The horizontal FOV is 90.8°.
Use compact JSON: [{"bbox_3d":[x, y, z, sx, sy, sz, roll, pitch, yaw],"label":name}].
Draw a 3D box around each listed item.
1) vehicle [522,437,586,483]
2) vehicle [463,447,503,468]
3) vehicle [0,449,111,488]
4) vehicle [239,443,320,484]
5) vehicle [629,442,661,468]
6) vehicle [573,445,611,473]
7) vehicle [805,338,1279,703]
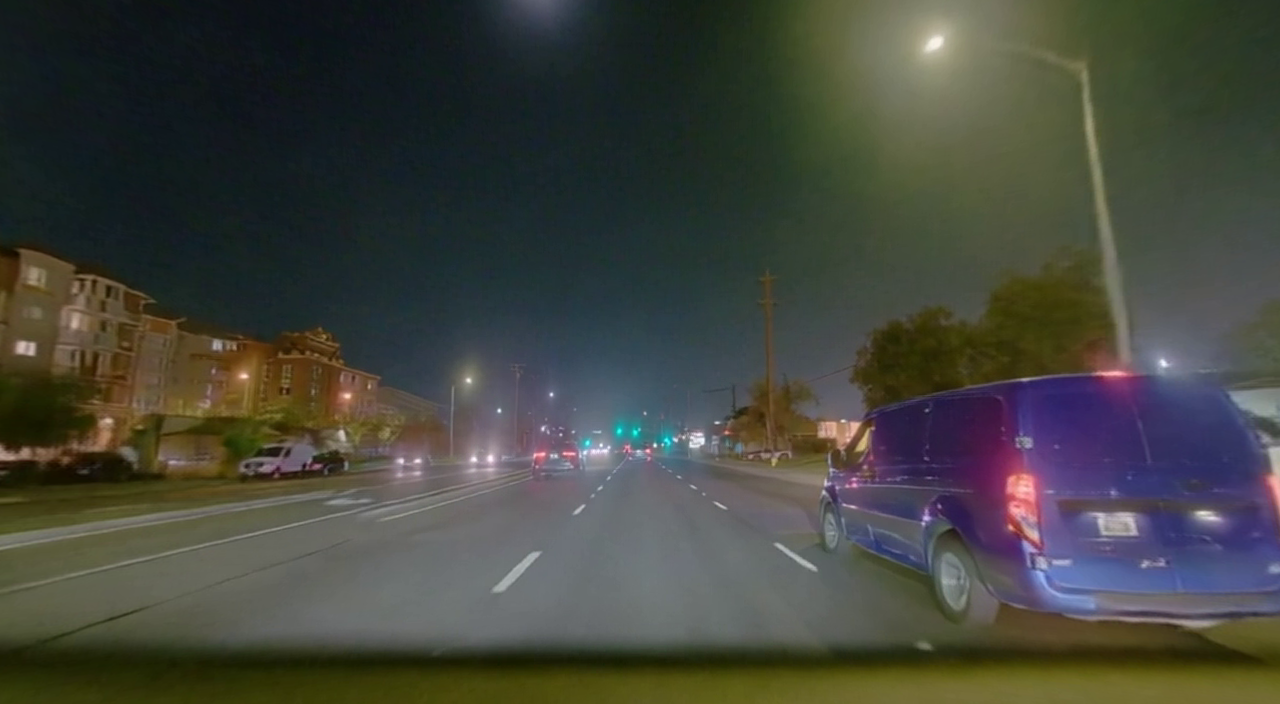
[{"bbox_3d":[-3.388,4.362,25.711,1.967,1.703,4.157,0,-9,1],"label":"vehicle"},{"bbox_3d":[-11.835,7.983,47.873,1.857,1.473,4.298,0,-9,0],"label":"vehicle"},{"bbox_3d":[-29.554,5.794,31.615,4.268,1.758,2.120,-1,-7,1],"label":"vehicle"},{"bbox_3d":[-21.429,6.602,37.853,1.931,2.187,5.001,-1,-8,0],"label":"vehicle"},{"bbox_3d":[0.280,7.310,45.132,2.191,1.761,3.857,0,-9,-1],"label":"vehicle"},{"bbox_3d":[-2.697,6.125,36.411,1.869,1.454,4.142,0,-9,0],"label":"vehicle"},{"bbox_3d":[3.309,1.231,5.731,2.234,1.912,4.847,0,-9,-1],"label":"vehicle"}]
